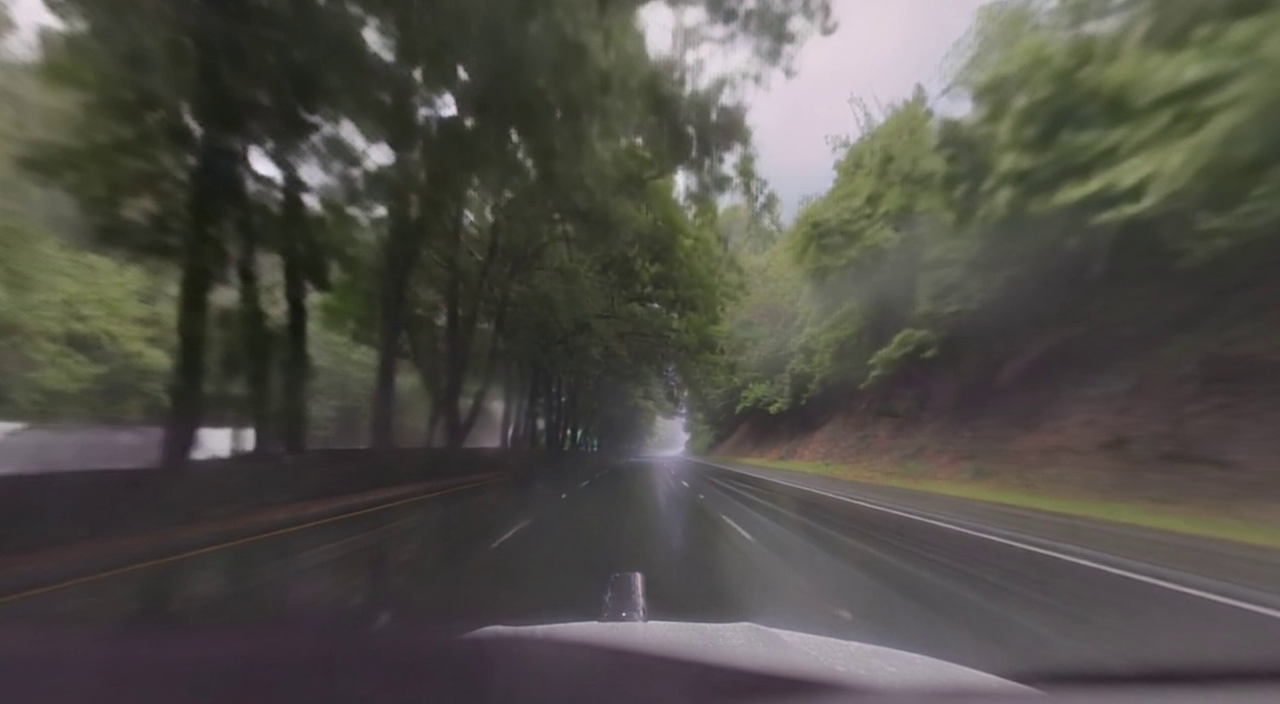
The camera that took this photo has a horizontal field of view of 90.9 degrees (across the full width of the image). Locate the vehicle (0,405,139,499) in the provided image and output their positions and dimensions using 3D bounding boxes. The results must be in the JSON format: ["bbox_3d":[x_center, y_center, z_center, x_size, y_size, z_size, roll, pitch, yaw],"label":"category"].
[{"bbox_3d":[-19.790,3.140,19.765,2.460,2.687,6.728,0,-9,0],"label":"vehicle"}]
